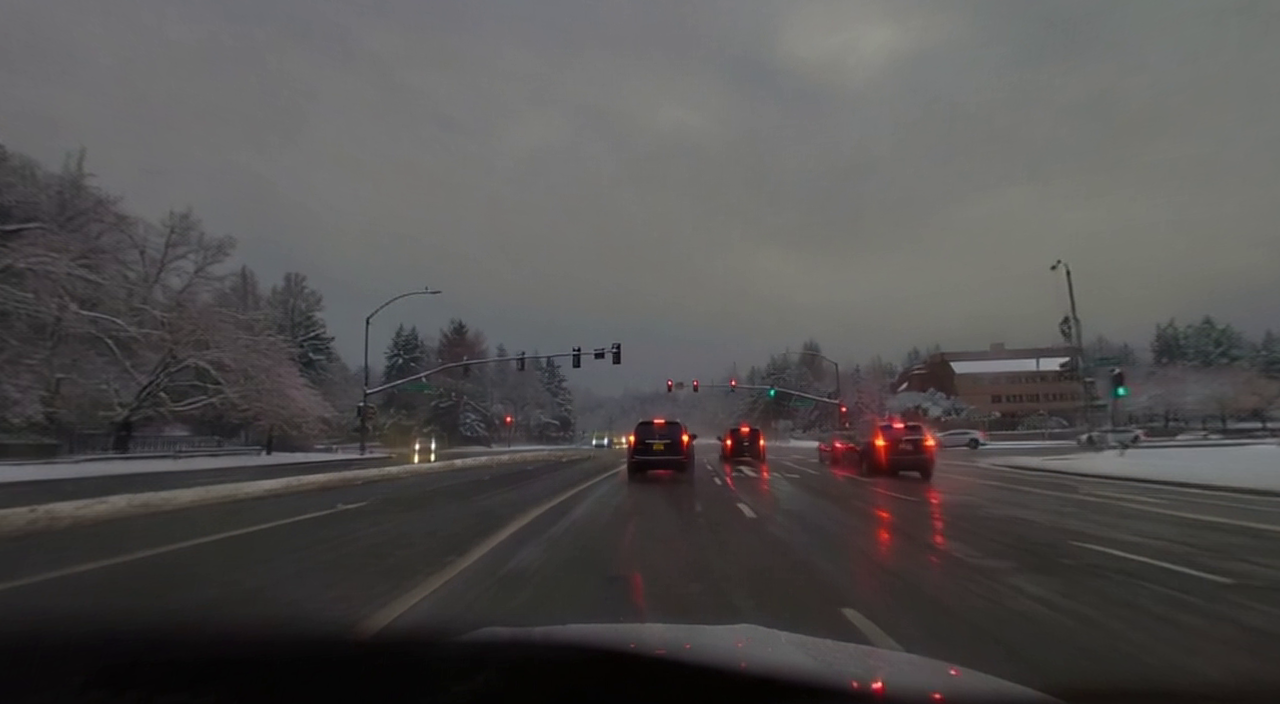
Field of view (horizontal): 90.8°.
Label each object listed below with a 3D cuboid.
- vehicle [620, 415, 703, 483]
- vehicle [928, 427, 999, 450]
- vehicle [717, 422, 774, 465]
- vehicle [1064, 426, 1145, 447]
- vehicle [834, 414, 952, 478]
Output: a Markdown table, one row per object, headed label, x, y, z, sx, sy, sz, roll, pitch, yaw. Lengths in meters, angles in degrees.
| label | x | y | z | sx | sy | sz | roll | pitch | yaw |
| --- | --- | --- | --- | --- | --- | --- | --- | --- | --- |
| vehicle | 0.677 | 2.904 | 18.943 | 2.211 | 1.795 | 4.179 | -1 | -9 | 3 |
| vehicle | 23.514 | 6.302 | 45.977 | 4.482 | 1.465 | 1.831 | -3 | -11 | 29 |
| vehicle | 4.698 | 4.199 | 28.800 | 2.188 | 1.774 | 4.646 | -1 | -9 | 5 |
| vehicle | 34.479 | 6.297 | 47.071 | 4.596 | 1.468 | 1.785 | -5 | -10 | 31 |
| vehicle | 7.873 | 3.003 | 20.173 | 2.074 | 1.791 | 4.393 | -1 | -9 | 3 |
